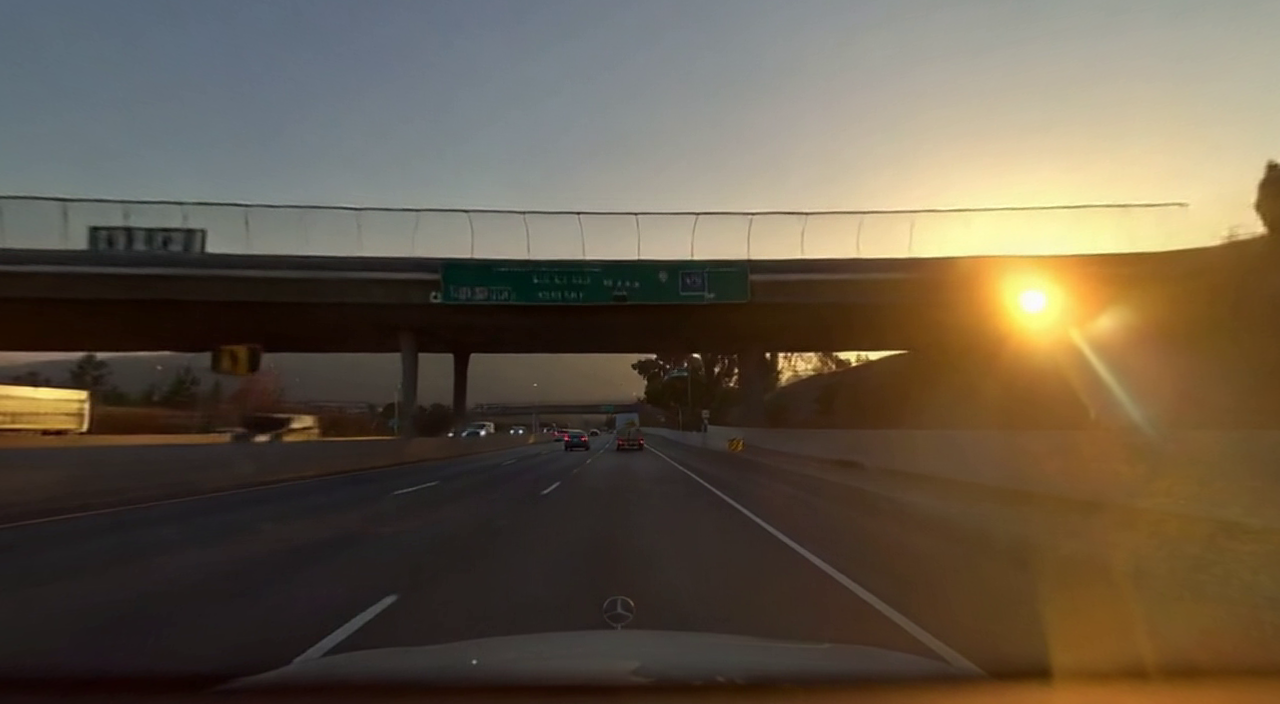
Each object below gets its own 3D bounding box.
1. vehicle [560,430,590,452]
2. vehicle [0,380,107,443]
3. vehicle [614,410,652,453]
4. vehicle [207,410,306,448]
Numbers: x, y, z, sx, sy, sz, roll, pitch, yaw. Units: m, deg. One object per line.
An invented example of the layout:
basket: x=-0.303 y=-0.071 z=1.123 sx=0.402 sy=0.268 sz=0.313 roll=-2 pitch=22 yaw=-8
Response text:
vehicle: x=-4.777 y=6.554 z=46.614 sx=1.932 sy=1.544 sz=3.864 roll=0 pitch=-8 yaw=-1
vehicle: x=-41.767 y=3.973 z=41.155 sx=2.874 sy=3.938 sz=13.029 roll=0 pitch=-8 yaw=-3
vehicle: x=-0.590 y=5.495 z=43.398 sx=2.418 sy=2.704 sz=6.445 roll=0 pitch=-8 yaw=-2
vehicle: x=-19.943 y=4.086 z=32.966 sx=2.120 sy=1.827 sz=4.830 roll=0 pitch=-8 yaw=0
